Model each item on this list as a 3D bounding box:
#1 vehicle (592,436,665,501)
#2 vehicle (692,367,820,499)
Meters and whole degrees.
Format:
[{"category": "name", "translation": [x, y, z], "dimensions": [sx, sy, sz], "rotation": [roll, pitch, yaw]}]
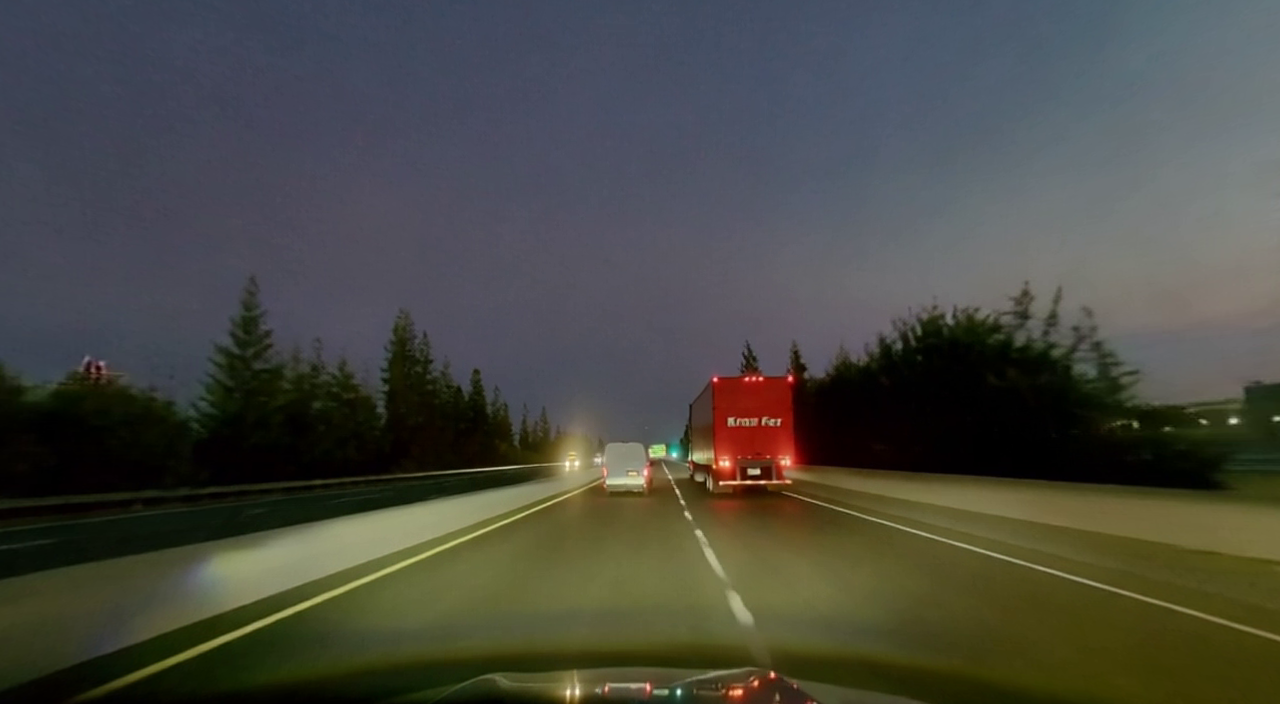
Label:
[{"category": "vehicle", "translation": [-0.256, 3.707, 20.357], "dimensions": [2.105, 1.865, 4.102], "rotation": [0, -9, 3]}, {"category": "vehicle", "translation": [4.015, 3.423, 25.408], "dimensions": [3.030, 3.985, 12.707], "rotation": [0, -9, 1]}]
